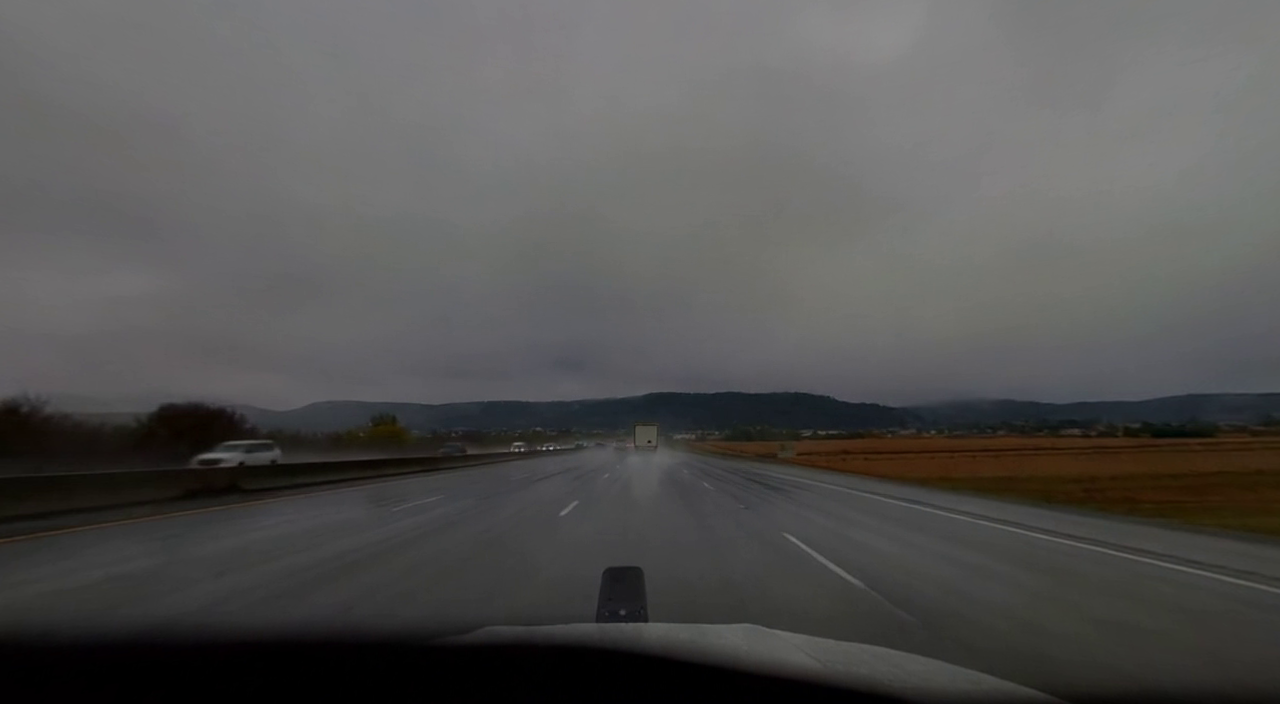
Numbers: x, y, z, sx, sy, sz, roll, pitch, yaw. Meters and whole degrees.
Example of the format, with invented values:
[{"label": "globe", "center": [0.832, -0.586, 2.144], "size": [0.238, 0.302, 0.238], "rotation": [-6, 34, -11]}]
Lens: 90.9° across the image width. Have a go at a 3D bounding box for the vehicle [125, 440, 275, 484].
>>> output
[{"label": "vehicle", "center": [-20.471, 5.118, 29.827], "size": [2.797, 1.831, 5.896], "rotation": [0, -8, 0]}]
